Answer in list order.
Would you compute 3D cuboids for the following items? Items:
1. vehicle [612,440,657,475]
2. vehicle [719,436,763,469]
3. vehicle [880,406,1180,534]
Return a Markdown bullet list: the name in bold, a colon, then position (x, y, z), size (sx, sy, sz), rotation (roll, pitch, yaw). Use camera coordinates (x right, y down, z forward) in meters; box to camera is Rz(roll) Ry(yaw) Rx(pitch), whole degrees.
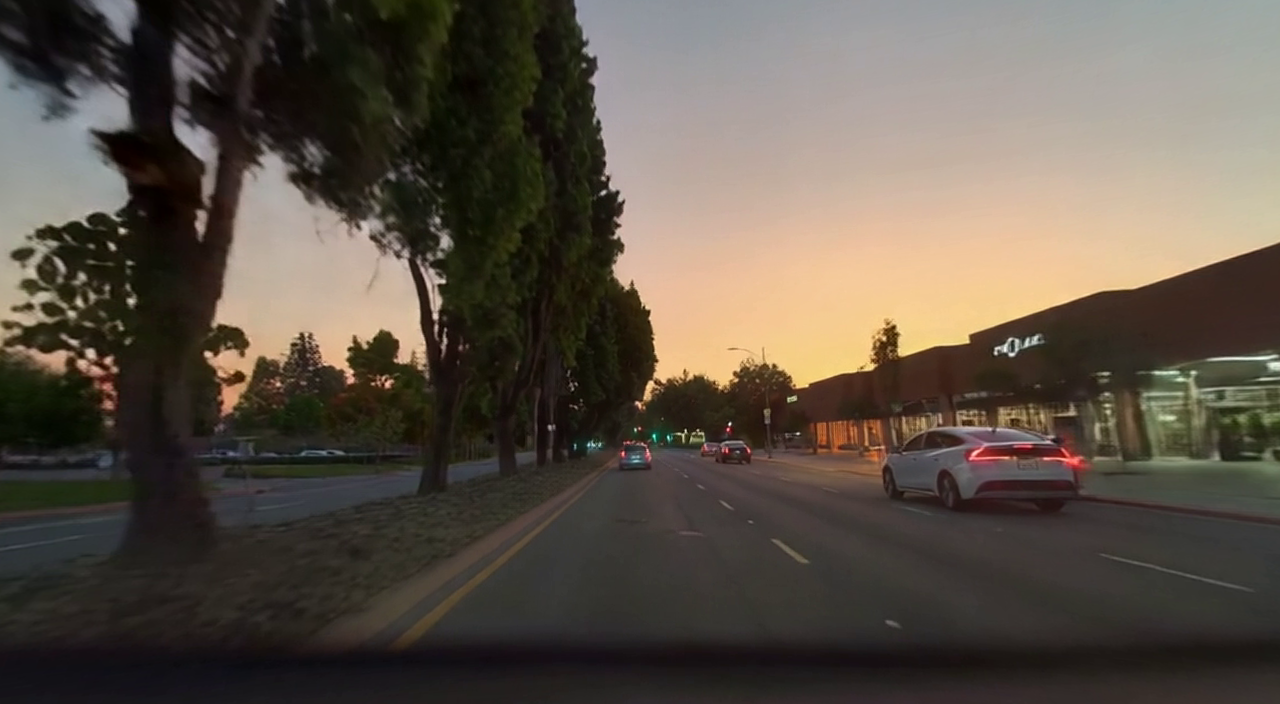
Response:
- **vehicle**: position (-0.270, 5.061, 30.507), size (2.037, 1.568, 3.693), rotation (0, -8, 0)
- **vehicle**: position (6.030, 6.089, 38.389), size (1.955, 1.845, 4.538), rotation (0, -8, 1)
- **vehicle**: position (7.037, 2.220, 12.527), size (2.240, 1.923, 5.678), rotation (0, -8, -1)
